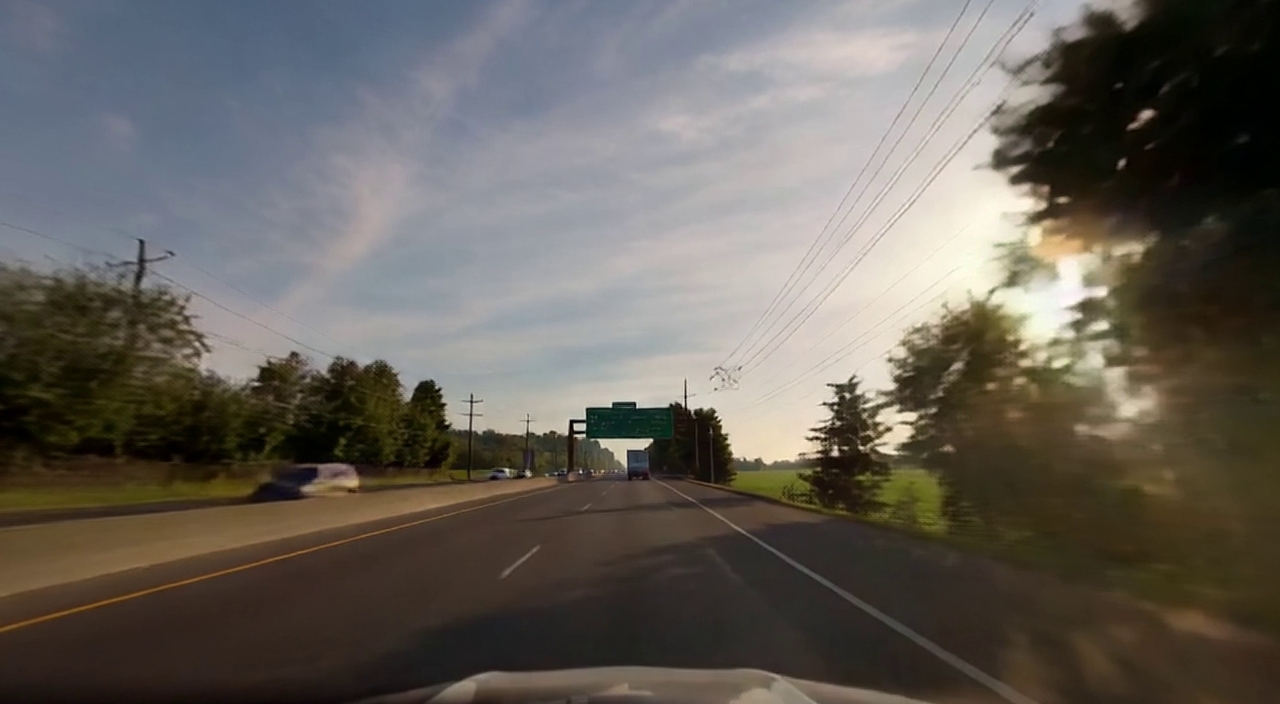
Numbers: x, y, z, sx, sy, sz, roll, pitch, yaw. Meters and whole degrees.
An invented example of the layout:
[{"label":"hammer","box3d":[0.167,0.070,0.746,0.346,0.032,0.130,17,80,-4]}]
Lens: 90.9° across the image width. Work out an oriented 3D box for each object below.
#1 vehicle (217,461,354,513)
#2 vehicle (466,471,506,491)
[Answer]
[{"label":"vehicle","box3d":[-11.852,4.541,21.534,1.887,1.528,4.789,1,-11,0]},{"label":"vehicle","box3d":[-12.079,10.122,49.596,1.988,1.451,4.442,1,-10,0]}]
